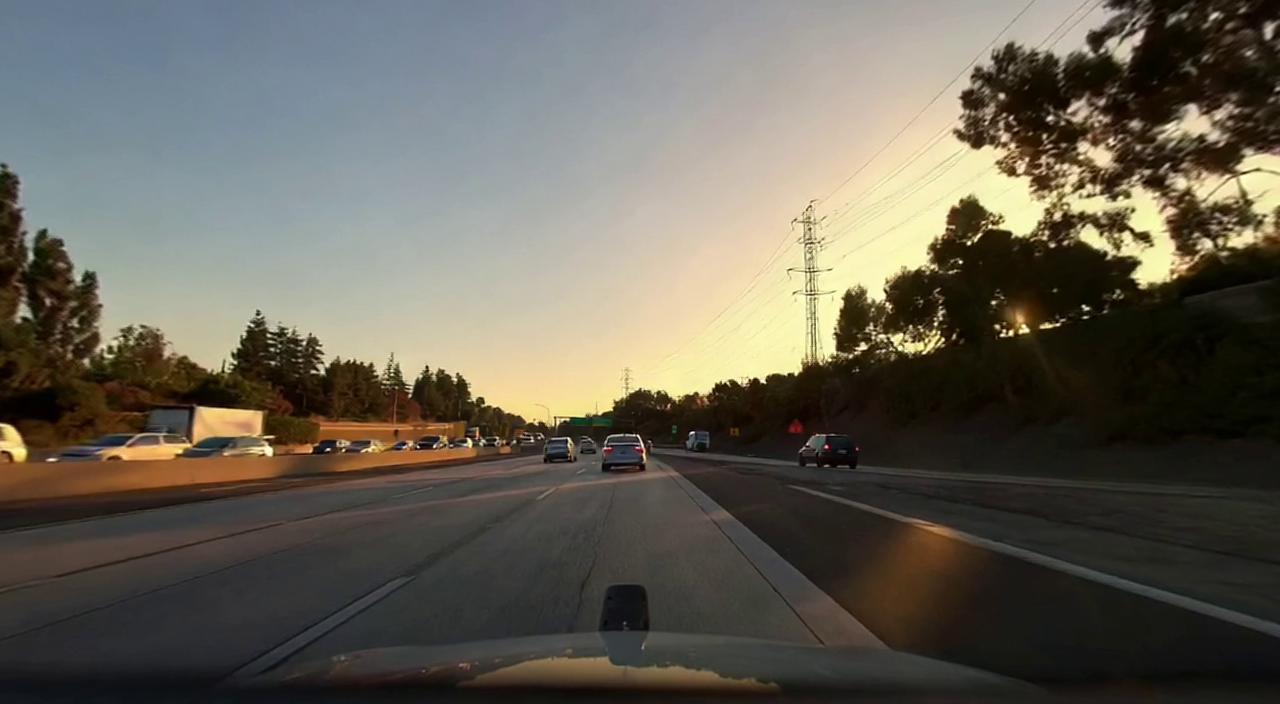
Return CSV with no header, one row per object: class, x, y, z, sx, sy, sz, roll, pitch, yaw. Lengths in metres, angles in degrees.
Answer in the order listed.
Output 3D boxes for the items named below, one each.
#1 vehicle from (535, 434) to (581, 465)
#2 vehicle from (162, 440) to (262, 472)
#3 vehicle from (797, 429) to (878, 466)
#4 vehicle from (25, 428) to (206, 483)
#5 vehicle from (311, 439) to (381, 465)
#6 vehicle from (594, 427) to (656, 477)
vehicle,-4.611,5.555,36.072,2.130,1.685,4.341,0,-8,-1
vehicle,-20.510,4.969,30.487,1.759,1.415,4.489,0,-8,-1
vehicle,9.872,4.828,31.986,2.099,1.720,4.829,1,-8,-7
vehicle,-16.537,3.280,20.281,1.913,1.534,4.524,0,-8,0
vehicle,-17.089,5.851,36.963,1.838,1.424,4.575,0,-8,1
vehicle,-0.558,3.878,24.736,2.192,1.769,4.287,0,-8,-1
